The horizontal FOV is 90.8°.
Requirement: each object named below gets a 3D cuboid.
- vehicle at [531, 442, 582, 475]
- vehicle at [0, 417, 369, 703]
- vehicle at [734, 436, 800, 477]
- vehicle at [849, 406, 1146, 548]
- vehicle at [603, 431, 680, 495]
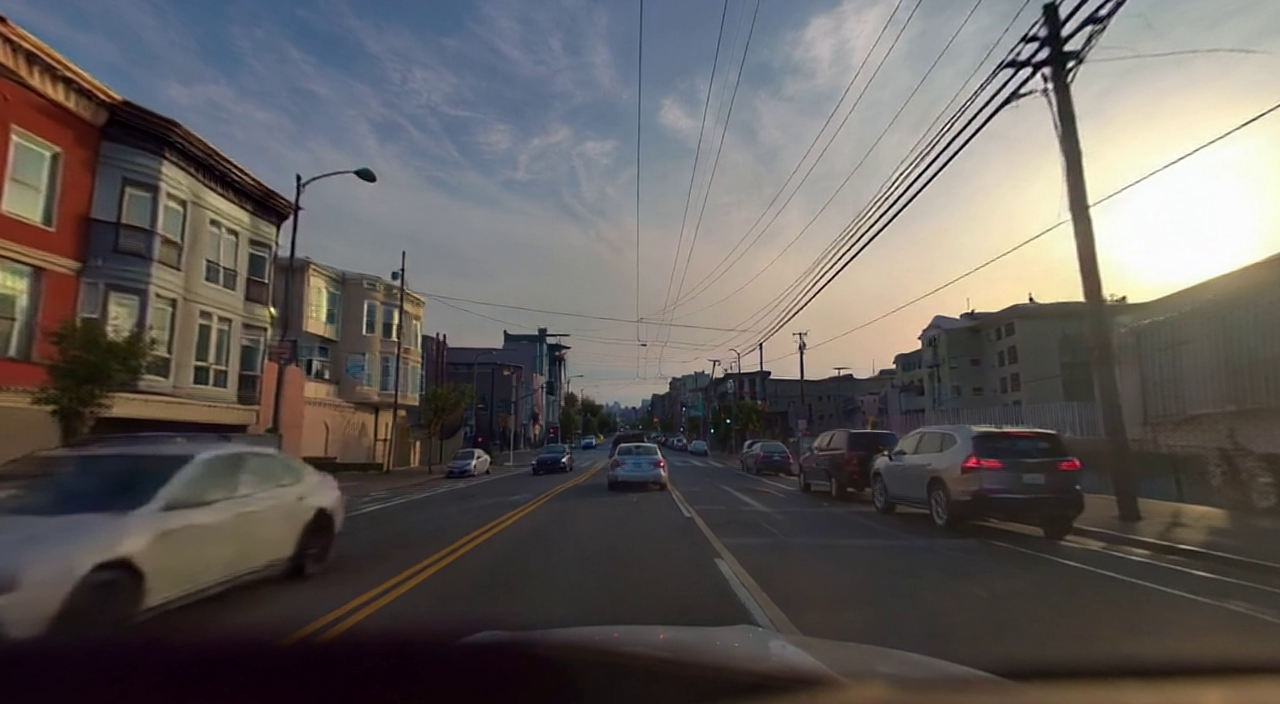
[{"bbox_3d":[-4.088,5.257,31.502,1.968,1.524,4.304,0,-9,0],"label":"vehicle"},{"bbox_3d":[-4.175,1.398,5.188,1.944,1.515,4.428,0,-9,0],"label":"vehicle"},{"bbox_3d":[6.337,5.294,32.257,2.197,1.917,5.637,0,-9,0],"label":"vehicle"},{"bbox_3d":[6.227,2.270,12.282,2.203,2.052,5.975,0,-9,-1],"label":"vehicle"},{"bbox_3d":[0.045,3.147,18.230,1.980,1.635,3.795,0,-9,0],"label":"vehicle"}]
